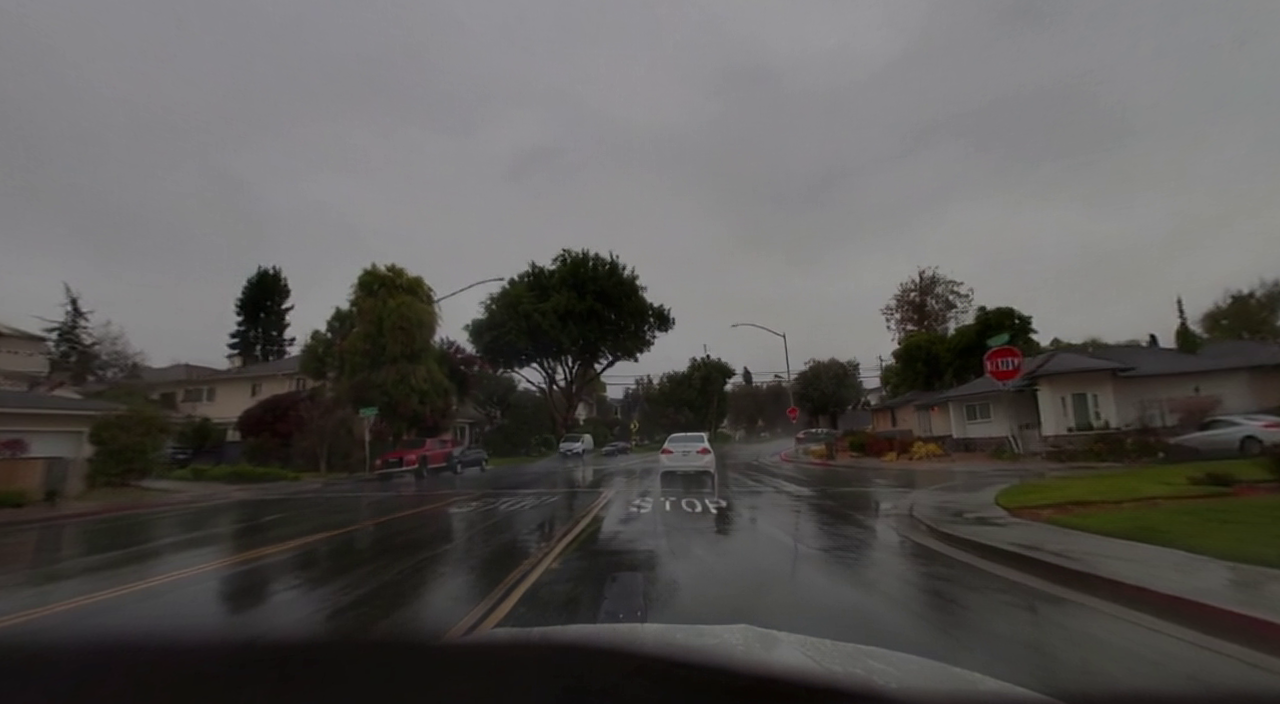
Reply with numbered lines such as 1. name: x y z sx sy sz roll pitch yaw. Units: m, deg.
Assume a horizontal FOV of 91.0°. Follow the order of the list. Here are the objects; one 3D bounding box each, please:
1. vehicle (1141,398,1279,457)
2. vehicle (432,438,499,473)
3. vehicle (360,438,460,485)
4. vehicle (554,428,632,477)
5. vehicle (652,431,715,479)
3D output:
1. vehicle: 19.117 2.376 19.542 4.989 1.564 2.007 -3 -13 11
2. vehicle: -10.238 6.138 37.311 2.076 1.864 4.730 -4 -10 8
3. vehicle: -11.328 5.374 31.607 2.191 1.980 5.888 -5 -8 8
4. vehicle: -1.661 3.848 24.194 2.178 1.695 4.339 -1 -9 7
5. vehicle: 1.595 3.541 21.777 1.955 1.459 4.383 -1 -9 7
